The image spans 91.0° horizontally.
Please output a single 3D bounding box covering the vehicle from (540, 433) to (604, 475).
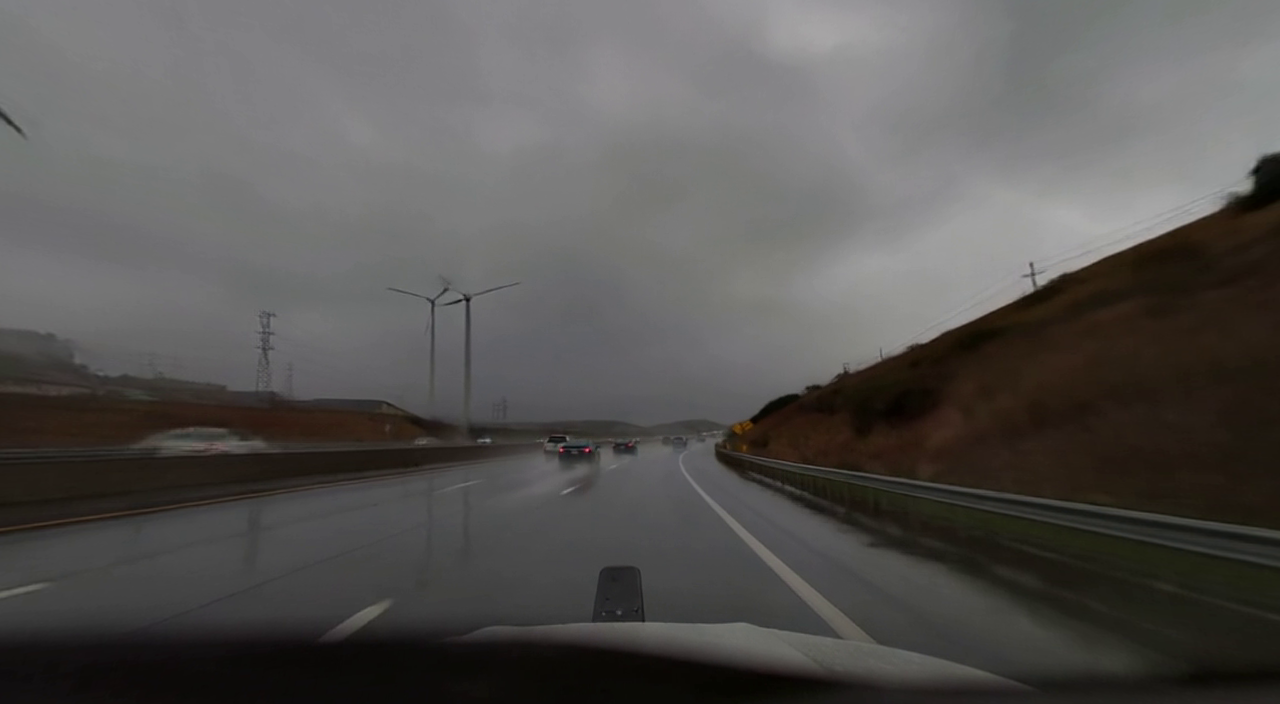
[{"bbox_3d":[-2.877,4.464,27.799,2.118,1.702,4.355,0,-9,3],"label":"vehicle"}]

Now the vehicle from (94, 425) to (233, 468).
[{"bbox_3d":[-21.015,4.227,28.154,2.076,1.708,5.159,0,-9,1],"label":"vehicle"}]
